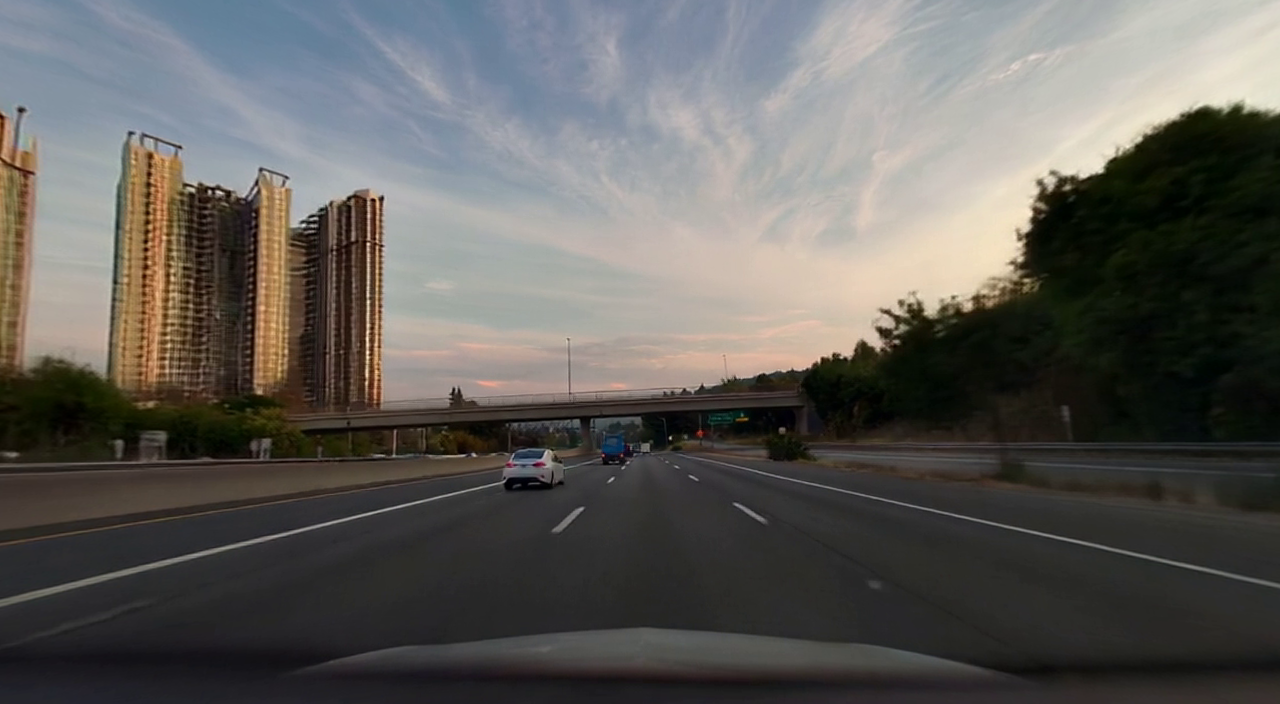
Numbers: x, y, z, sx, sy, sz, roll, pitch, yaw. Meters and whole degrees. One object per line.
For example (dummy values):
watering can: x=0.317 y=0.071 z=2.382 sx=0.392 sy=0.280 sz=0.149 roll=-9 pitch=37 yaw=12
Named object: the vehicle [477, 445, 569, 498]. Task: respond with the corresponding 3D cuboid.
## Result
vehicle: x=-3.616 y=3.786 z=20.338 sx=2.039 sy=1.478 sz=4.483 roll=0 pitch=-9 yaw=1
